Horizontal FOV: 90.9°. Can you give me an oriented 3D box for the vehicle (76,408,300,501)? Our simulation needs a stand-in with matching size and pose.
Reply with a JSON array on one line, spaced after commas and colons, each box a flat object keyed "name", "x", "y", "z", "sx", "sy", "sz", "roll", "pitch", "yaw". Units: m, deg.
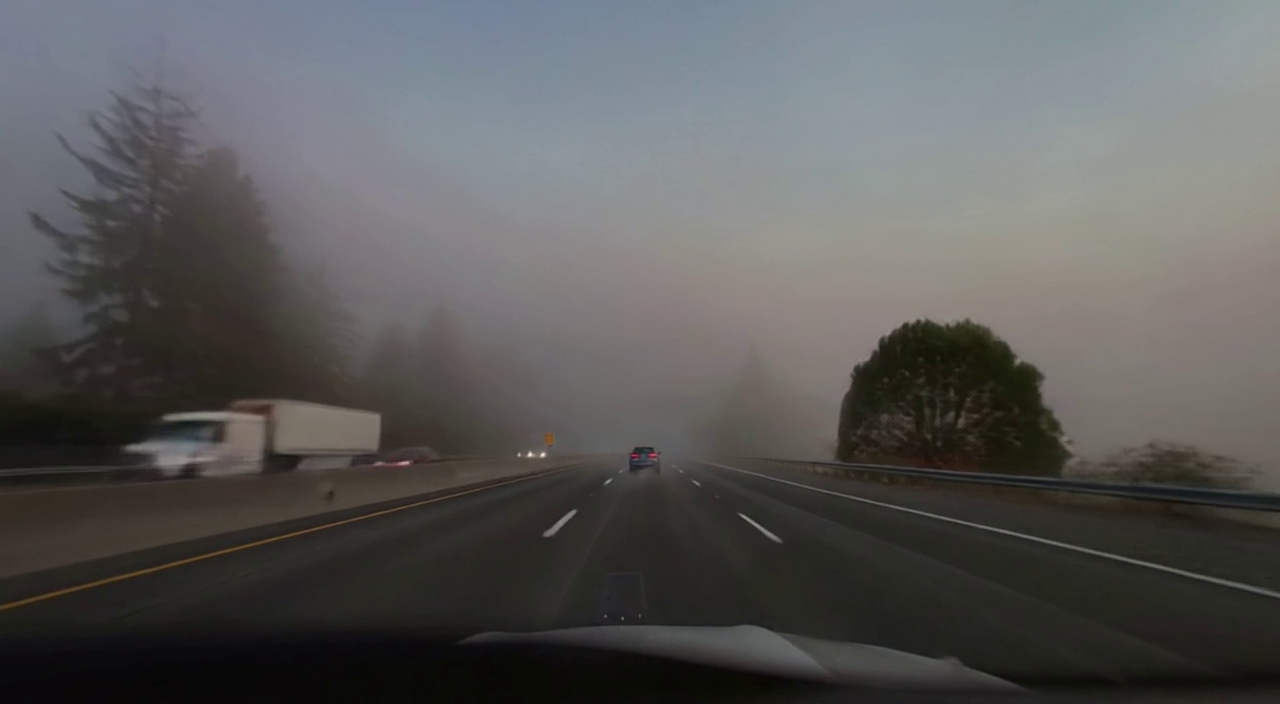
[{"name": "vehicle", "x": -15.142, "y": 3.546, "z": 22.024, "sx": 2.194, "sy": 2.676, "sz": 7.360, "roll": 0, "pitch": -9, "yaw": 1}]

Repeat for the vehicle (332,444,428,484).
[{"name": "vehicle", "x": -11.100, "y": 4.810, "z": 27.324, "sx": 2.000, "sy": 1.544, "sz": 4.908, "roll": 0, "pitch": -9, "yaw": 1}]

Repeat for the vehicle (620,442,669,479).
[{"name": "vehicle", "x": 0.261, "y": 5.239, "z": 30.746, "sx": 2.231, "sy": 1.652, "sz": 4.503, "roll": 0, "pitch": -9, "yaw": 1}]
